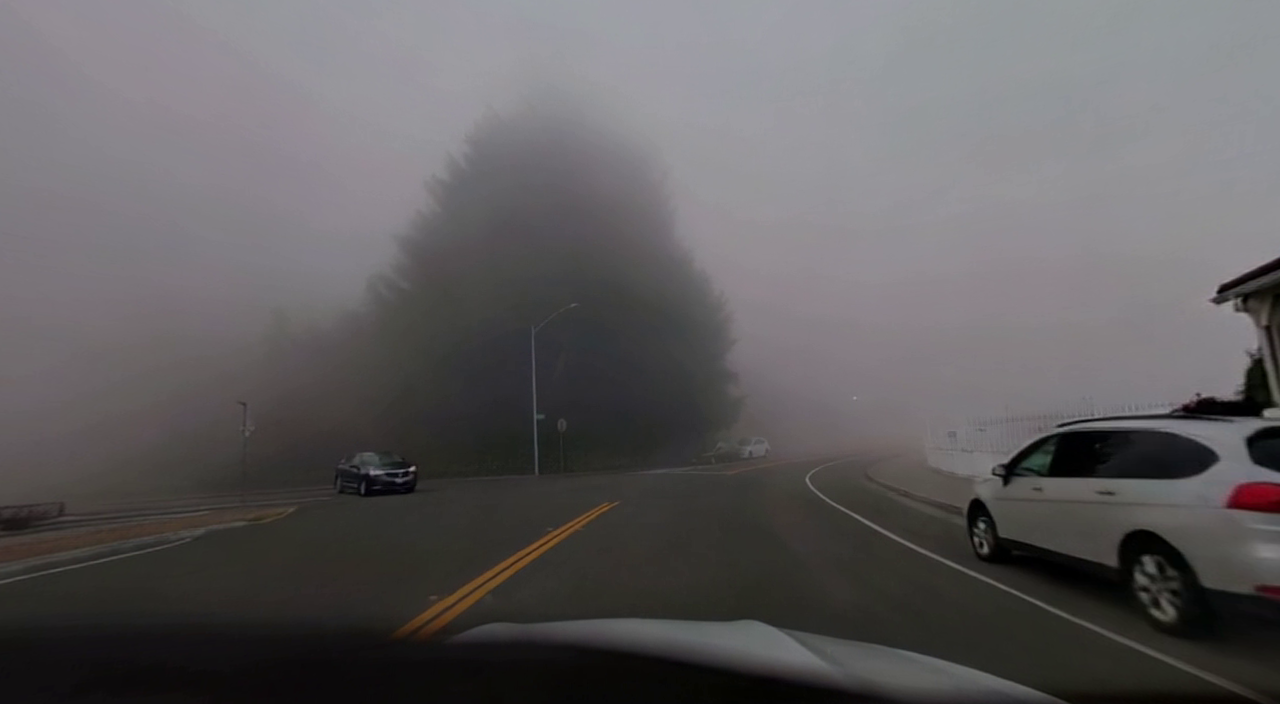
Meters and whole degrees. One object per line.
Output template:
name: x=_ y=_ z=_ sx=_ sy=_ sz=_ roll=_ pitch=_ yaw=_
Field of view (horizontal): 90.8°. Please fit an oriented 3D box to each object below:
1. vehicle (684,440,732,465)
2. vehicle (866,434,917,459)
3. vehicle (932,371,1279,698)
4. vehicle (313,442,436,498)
vehicle: x=5.128 y=7.582 z=47.249 sx=2.095 sy=1.711 sz=4.307 roll=-5 pitch=-12 yaw=28
vehicle: x=17.868 y=6.677 z=44.737 sx=2.097 sy=1.679 sz=4.633 roll=-7 pitch=-11 yaw=37
vehicle: x=4.512 y=1.264 z=5.378 sx=2.105 sy=1.705 sz=4.392 roll=-1 pitch=-9 yaw=3
vehicle: x=-9.017 y=3.915 z=21.329 sx=4.270 sy=1.683 sz=1.984 roll=-7 pitch=-11 yaw=39
